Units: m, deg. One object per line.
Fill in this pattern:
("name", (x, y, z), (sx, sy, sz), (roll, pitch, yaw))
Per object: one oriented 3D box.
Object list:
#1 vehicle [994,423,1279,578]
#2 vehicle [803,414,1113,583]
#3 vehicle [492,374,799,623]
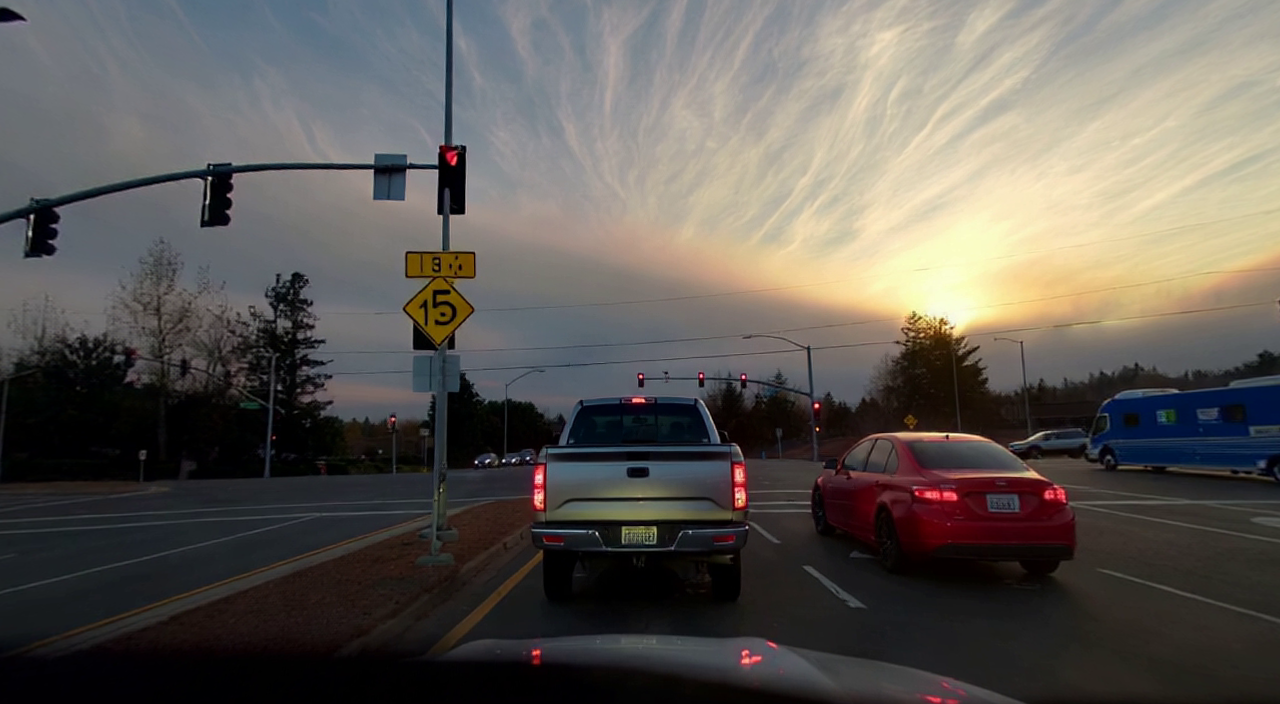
("vehicle", (6.866, 1.740, 8.244), (1.973, 1.470, 4.228), (0, -8, 0))
("vehicle", (3.604, 1.717, 8.174), (1.981, 1.616, 4.006), (0, -8, 1))
("vehicle", (0.083, 1.474, 7.355), (2.326, 1.880, 4.964), (0, -8, 1))
